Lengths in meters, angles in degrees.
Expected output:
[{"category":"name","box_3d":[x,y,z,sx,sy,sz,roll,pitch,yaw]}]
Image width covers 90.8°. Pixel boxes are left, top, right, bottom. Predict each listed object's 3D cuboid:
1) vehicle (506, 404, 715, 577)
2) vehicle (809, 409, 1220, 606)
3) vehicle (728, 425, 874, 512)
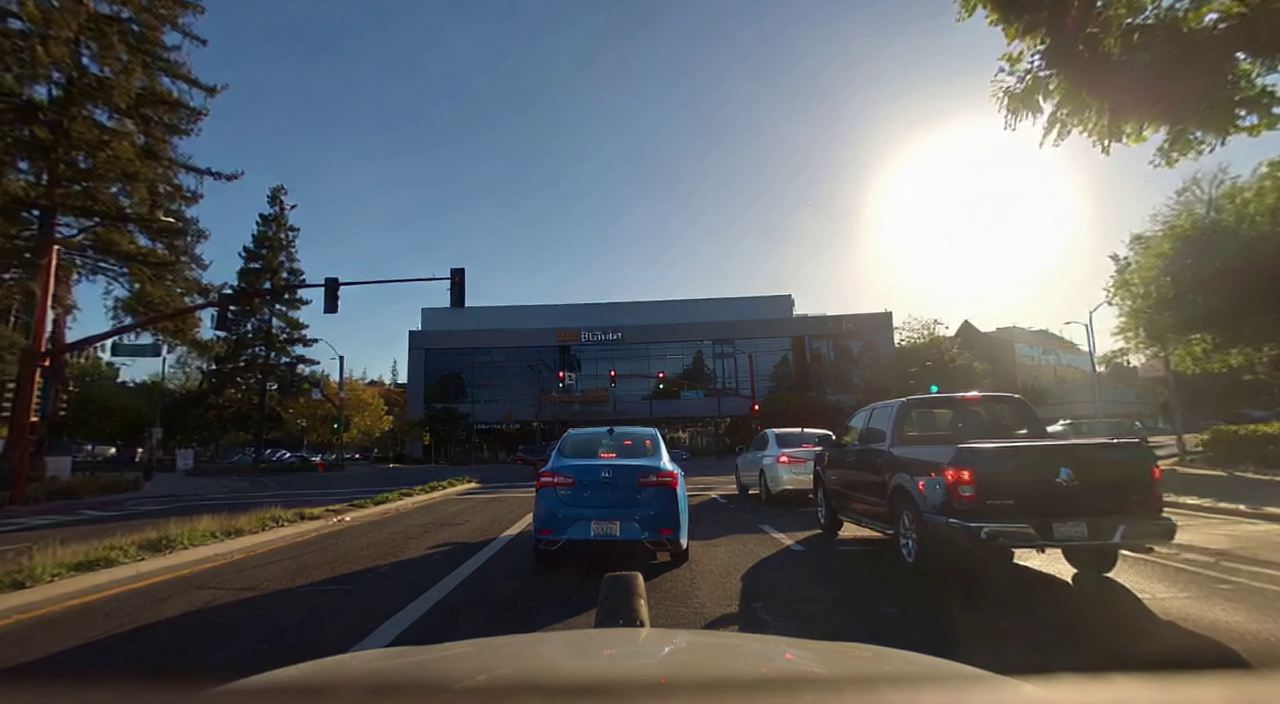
[{"category":"vehicle","box_3d":[-0.295,1.630,8.097,2.037,1.674,3.693,0,-8,0]},{"category":"vehicle","box_3d":[3.607,1.579,7.390,1.955,1.550,4.587,0,-8,-1]},{"category":"vehicle","box_3d":[3.352,2.526,14.157,2.031,1.626,4.264,0,-8,-2]}]
